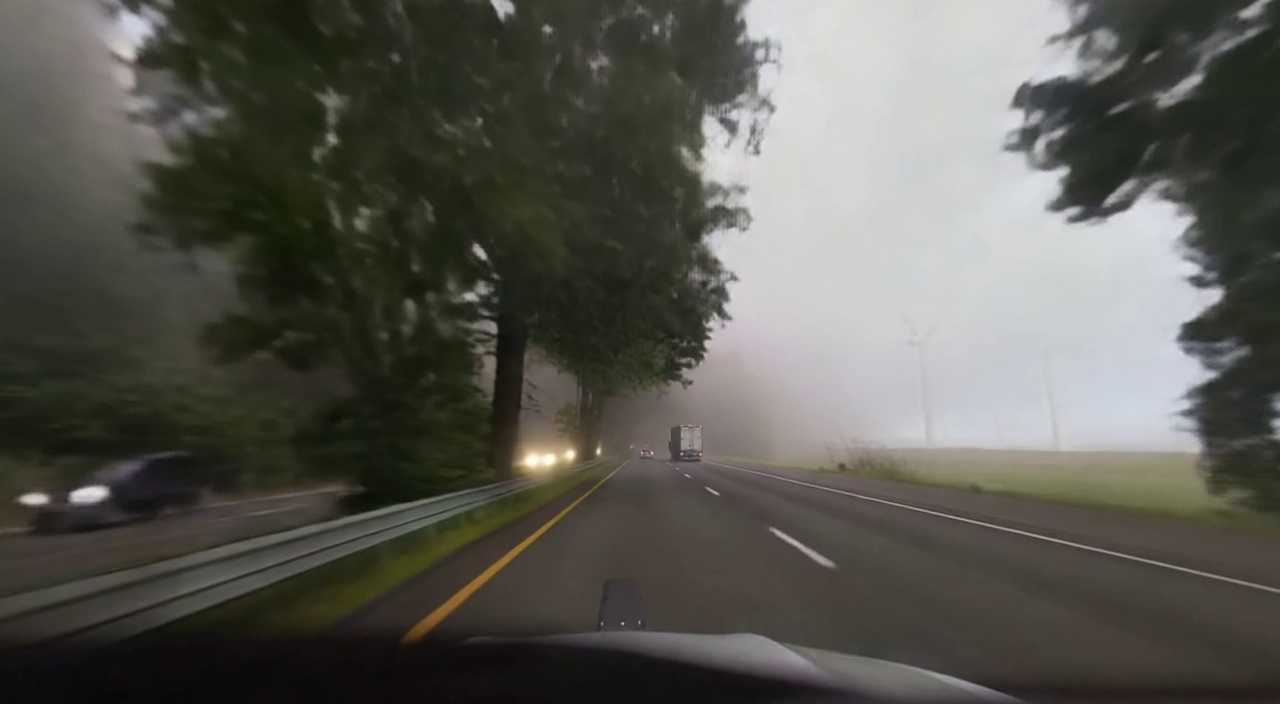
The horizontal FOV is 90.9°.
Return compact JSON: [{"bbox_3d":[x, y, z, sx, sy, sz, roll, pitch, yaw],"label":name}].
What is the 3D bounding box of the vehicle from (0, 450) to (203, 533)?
[{"bbox_3d":[-15.243,3.807,17.898,2.094,1.999,4.762,-1,-9,1],"label":"vehicle"}]
